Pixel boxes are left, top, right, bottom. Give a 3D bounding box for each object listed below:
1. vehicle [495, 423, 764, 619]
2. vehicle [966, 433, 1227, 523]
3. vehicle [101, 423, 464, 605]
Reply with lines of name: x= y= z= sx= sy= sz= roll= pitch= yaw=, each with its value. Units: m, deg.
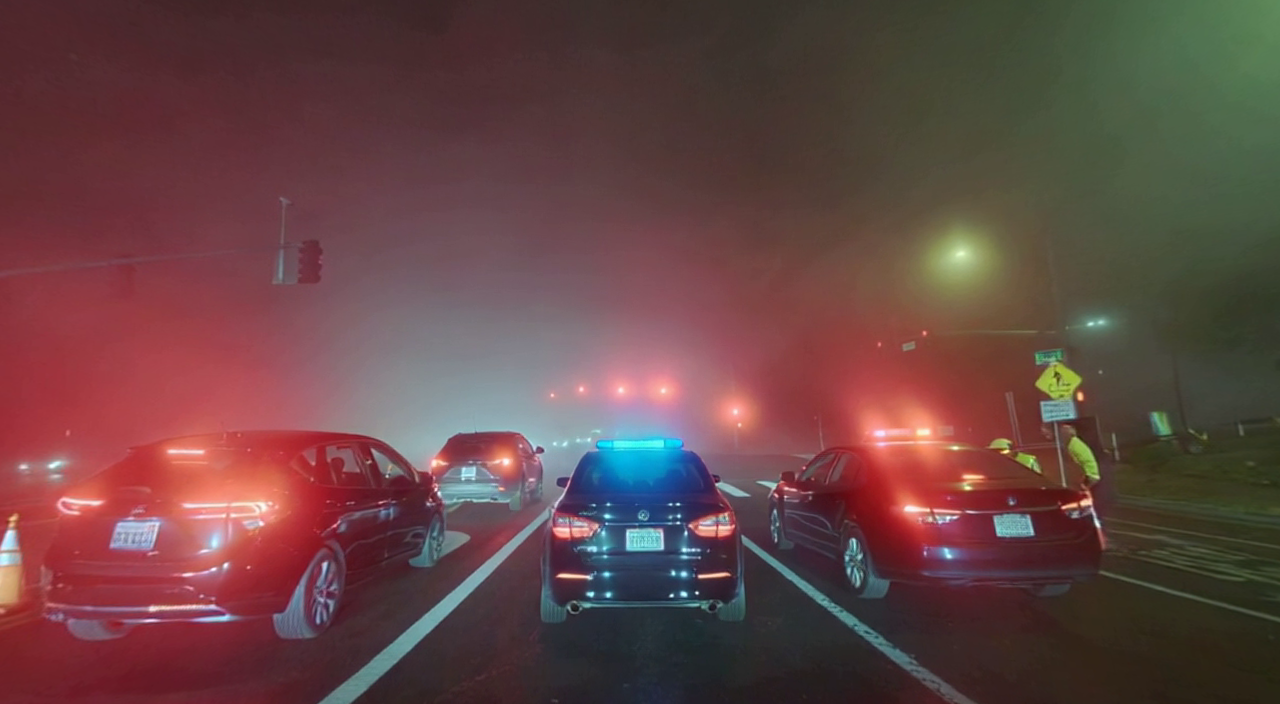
vehicle: x=-0.123 y=1.625 z=7.076 sx=2.061 sy=1.486 sz=4.332 roll=0 pitch=-8 yaw=-1
vehicle: x=9.359 y=2.589 z=13.579 sx=1.957 sy=1.576 sz=4.670 roll=0 pitch=-9 yaw=-3
vehicle: x=-3.604 y=1.674 z=7.400 sx=1.863 sy=1.526 sz=4.006 roll=0 pitch=-8 yaw=1
